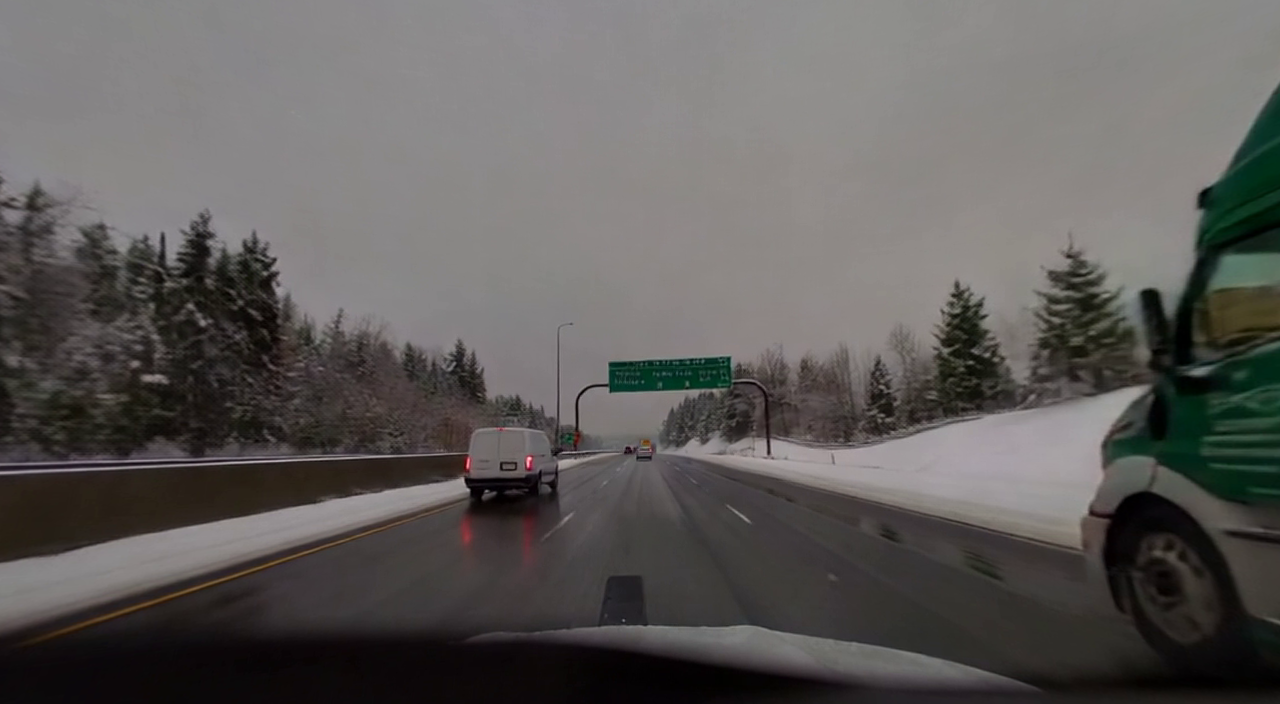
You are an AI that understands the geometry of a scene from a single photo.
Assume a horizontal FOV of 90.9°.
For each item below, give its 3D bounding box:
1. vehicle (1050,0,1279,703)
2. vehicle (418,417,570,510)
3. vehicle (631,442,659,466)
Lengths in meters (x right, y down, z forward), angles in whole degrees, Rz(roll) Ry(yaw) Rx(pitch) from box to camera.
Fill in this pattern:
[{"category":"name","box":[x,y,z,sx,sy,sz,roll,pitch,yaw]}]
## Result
[{"category":"vehicle","box":[4.150,-0.448,0.321,3.007,3.949,7.005,0,-9,0]},{"category":"vehicle","box":[-3.403,2.803,16.251,2.572,1.927,5.803,0,-9,-1]},{"category":"vehicle","box":[0.346,7.658,47.308,2.067,1.690,3.901,0,-9,0]}]
